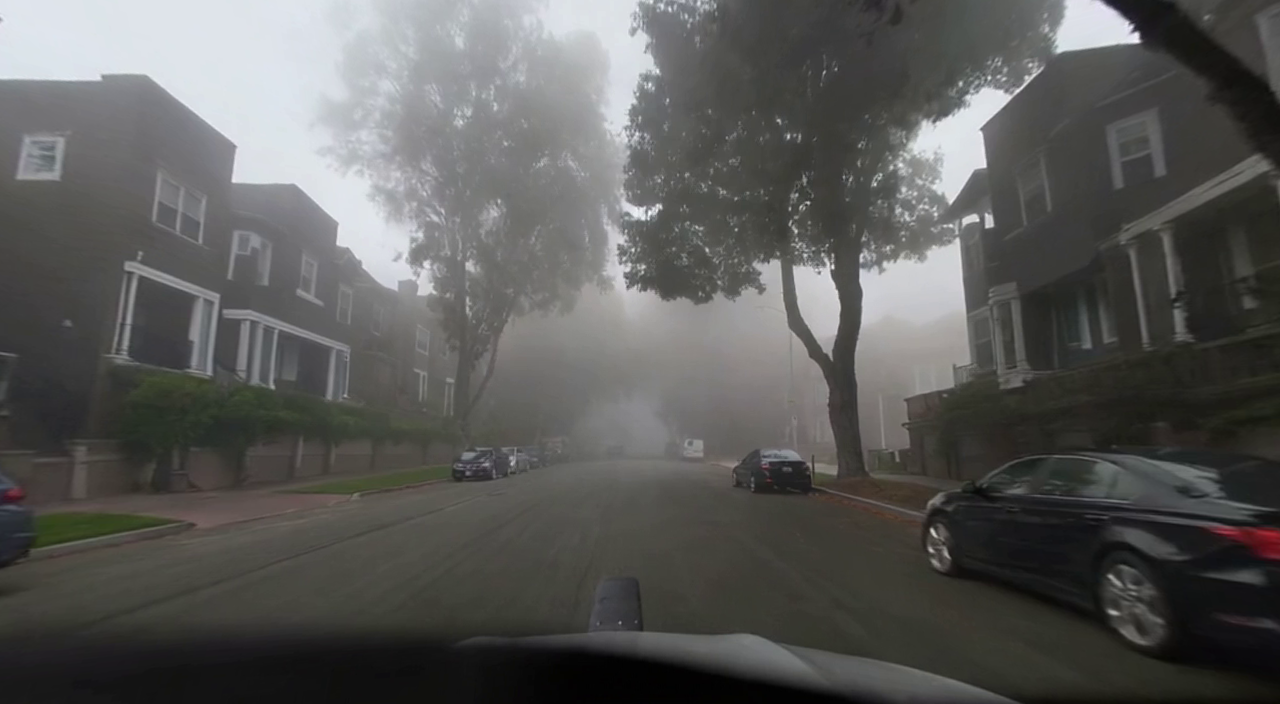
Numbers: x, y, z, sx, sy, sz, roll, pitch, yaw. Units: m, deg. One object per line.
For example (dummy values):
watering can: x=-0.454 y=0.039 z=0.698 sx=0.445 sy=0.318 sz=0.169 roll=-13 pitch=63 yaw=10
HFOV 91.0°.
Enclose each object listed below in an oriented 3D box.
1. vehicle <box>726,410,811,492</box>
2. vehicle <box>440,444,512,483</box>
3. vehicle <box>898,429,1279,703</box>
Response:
vehicle: x=4.091 y=3.209 z=20.400 sx=2.158 sy=2.478 sz=2.078 roll=-1 pitch=-10 yaw=-2
vehicle: x=-7.015 y=4.833 z=27.429 sx=2.003 sy=1.501 sz=4.779 roll=-1 pitch=-9 yaw=-2
vehicle: x=4.086 y=1.435 z=5.214 sx=2.047 sy=1.473 sz=4.702 roll=0 pitch=-8 yaw=2
